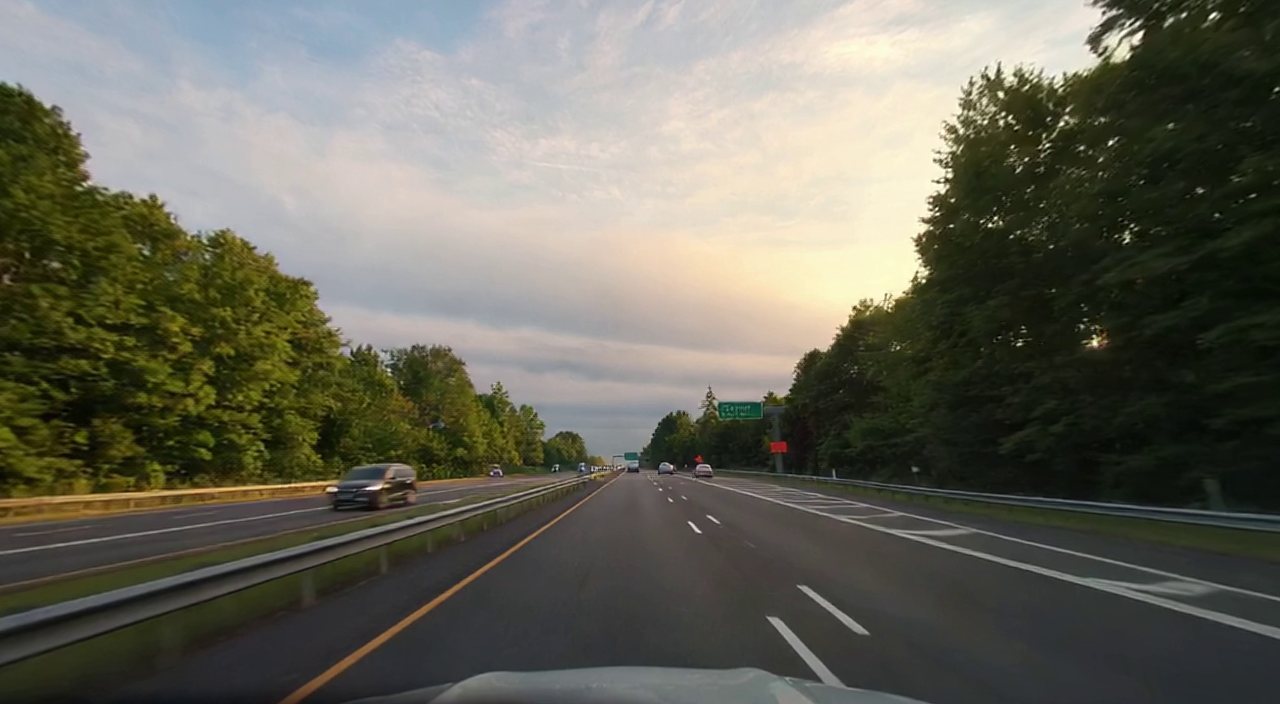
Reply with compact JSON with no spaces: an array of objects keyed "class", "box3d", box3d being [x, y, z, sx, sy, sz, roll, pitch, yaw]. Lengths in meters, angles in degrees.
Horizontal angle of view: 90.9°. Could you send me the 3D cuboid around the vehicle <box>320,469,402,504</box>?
[{"class":"vehicle","box3d":[-13.122,6.325,29.941,1.851,1.496,4.537,1,-10,-1]}]
